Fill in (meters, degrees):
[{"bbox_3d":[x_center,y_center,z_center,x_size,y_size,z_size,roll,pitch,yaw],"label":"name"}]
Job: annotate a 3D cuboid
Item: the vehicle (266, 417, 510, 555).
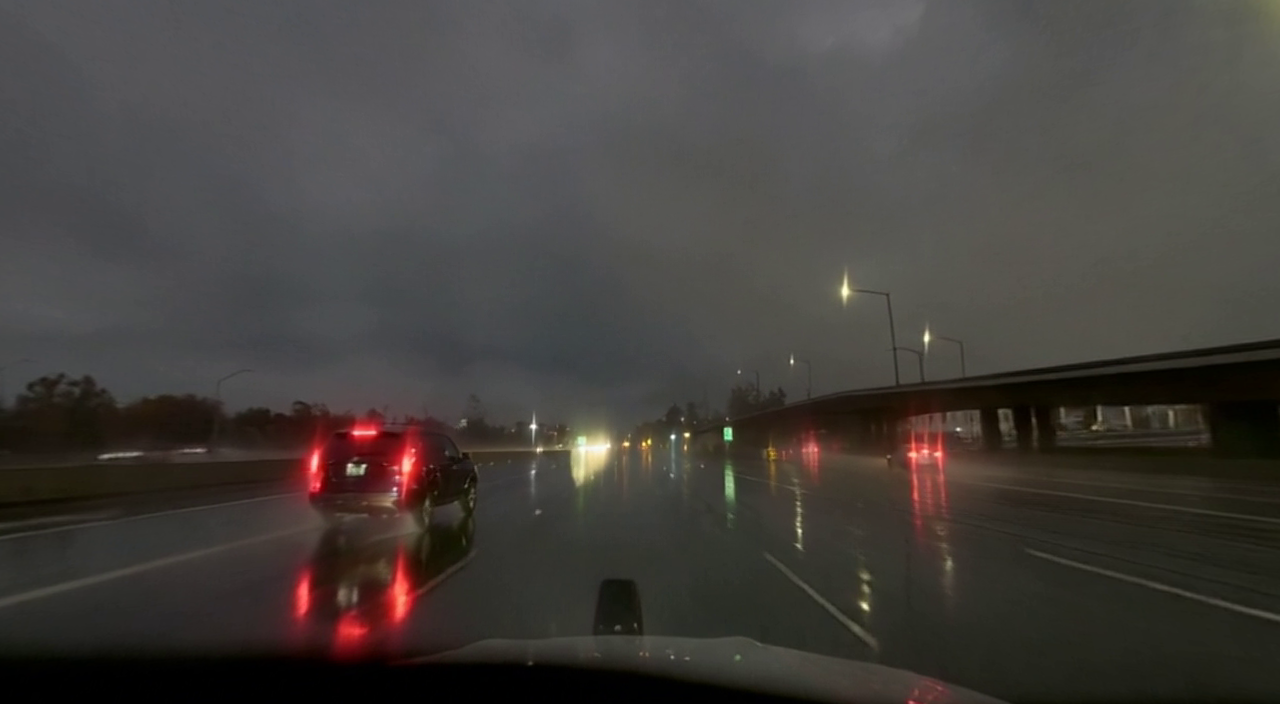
[{"bbox_3d":[-3.580,1.989,10.091,2.178,1.699,4.321,0,-8,-1],"label":"vehicle"}]
